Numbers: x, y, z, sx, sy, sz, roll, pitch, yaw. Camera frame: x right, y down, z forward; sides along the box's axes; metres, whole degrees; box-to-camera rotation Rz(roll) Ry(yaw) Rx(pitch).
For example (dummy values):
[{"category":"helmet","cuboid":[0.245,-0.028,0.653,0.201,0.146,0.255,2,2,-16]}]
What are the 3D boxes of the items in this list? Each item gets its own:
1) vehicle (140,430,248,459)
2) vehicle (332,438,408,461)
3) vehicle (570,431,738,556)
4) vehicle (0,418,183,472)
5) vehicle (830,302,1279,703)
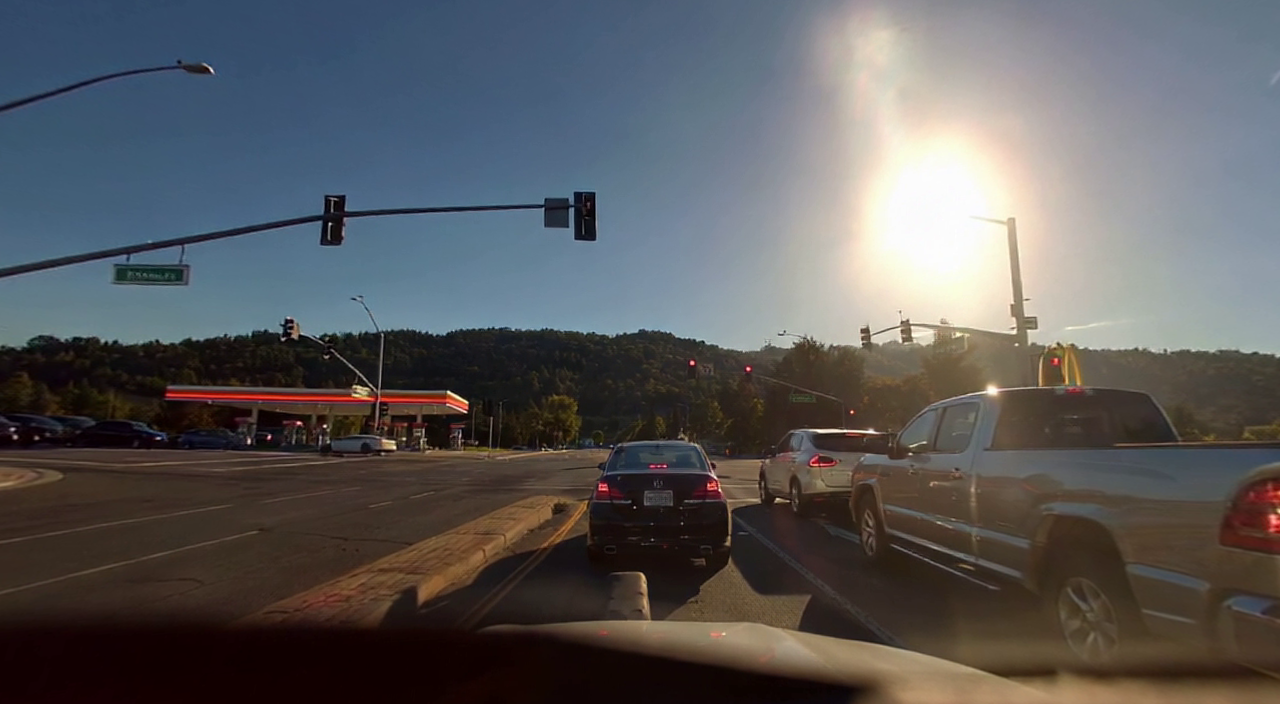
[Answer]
[{"category":"vehicle","cuboid":[-23.258,4.840,32.964,4.326,1.420,1.798,-1,-8,4]},{"category":"vehicle","cuboid":[-18.356,6.610,42.878,4.528,1.460,1.963,4,-10,-28]},{"category":"vehicle","cuboid":[0.165,2.000,9.608,2.027,1.494,3.824,0,-8,0]},{"category":"vehicle","cuboid":[-18.743,3.162,21.538,4.742,1.720,2.107,-1,-8,6]},{"category":"vehicle","cuboid":[3.533,1.107,4.734,2.277,1.871,6.143,0,-8,0]}]
